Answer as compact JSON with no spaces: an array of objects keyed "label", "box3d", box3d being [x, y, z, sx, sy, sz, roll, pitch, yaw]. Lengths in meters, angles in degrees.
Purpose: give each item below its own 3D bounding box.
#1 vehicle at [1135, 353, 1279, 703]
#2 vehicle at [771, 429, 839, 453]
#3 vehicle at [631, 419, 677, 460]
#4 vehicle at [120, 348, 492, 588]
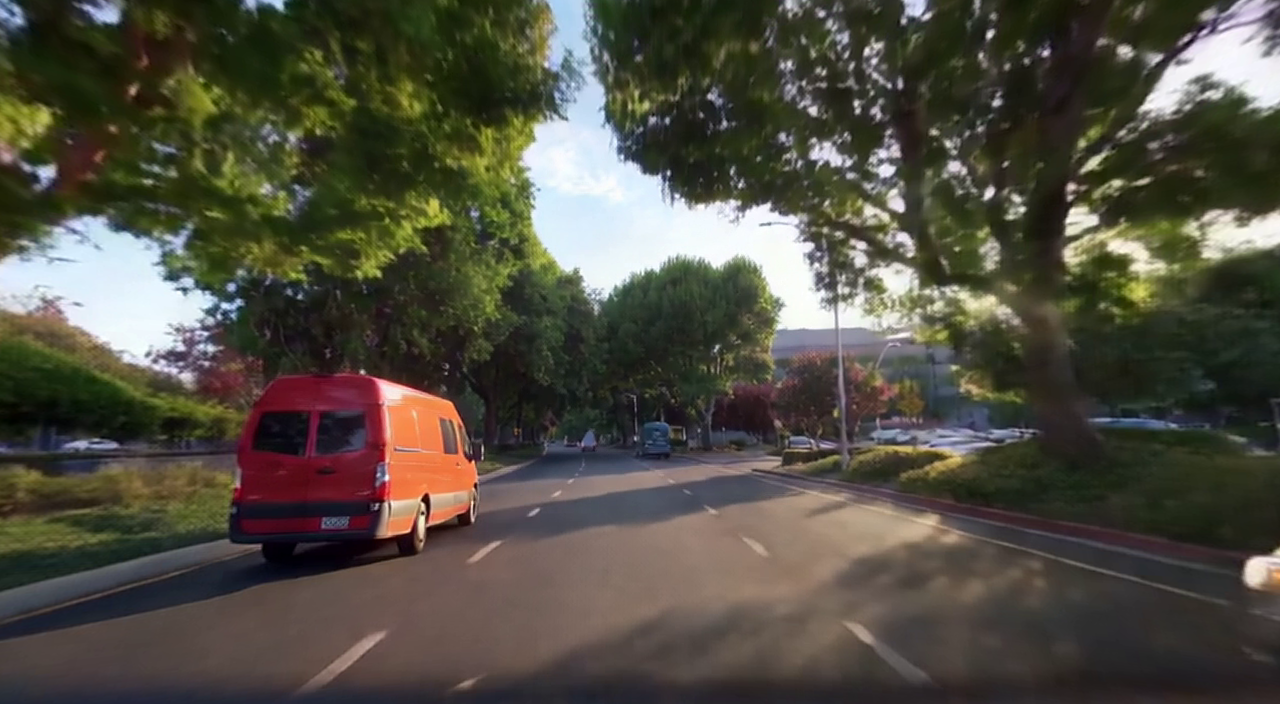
[{"label":"vehicle","box3d":[3.785,0.598,1.068,2.087,1.658,4.612,0,-8,-1]},{"label":"vehicle","box3d":[11.671,6.328,44.842,4.117,1.627,2.086,1,-9,-6]},{"label":"vehicle","box3d":[0.823,5.887,42.328,2.397,2.566,5.324,1,-9,-6]},{"label":"vehicle","box3d":[-3.630,1.396,8.215,2.420,2.227,4.499,0,-8,-2]}]
